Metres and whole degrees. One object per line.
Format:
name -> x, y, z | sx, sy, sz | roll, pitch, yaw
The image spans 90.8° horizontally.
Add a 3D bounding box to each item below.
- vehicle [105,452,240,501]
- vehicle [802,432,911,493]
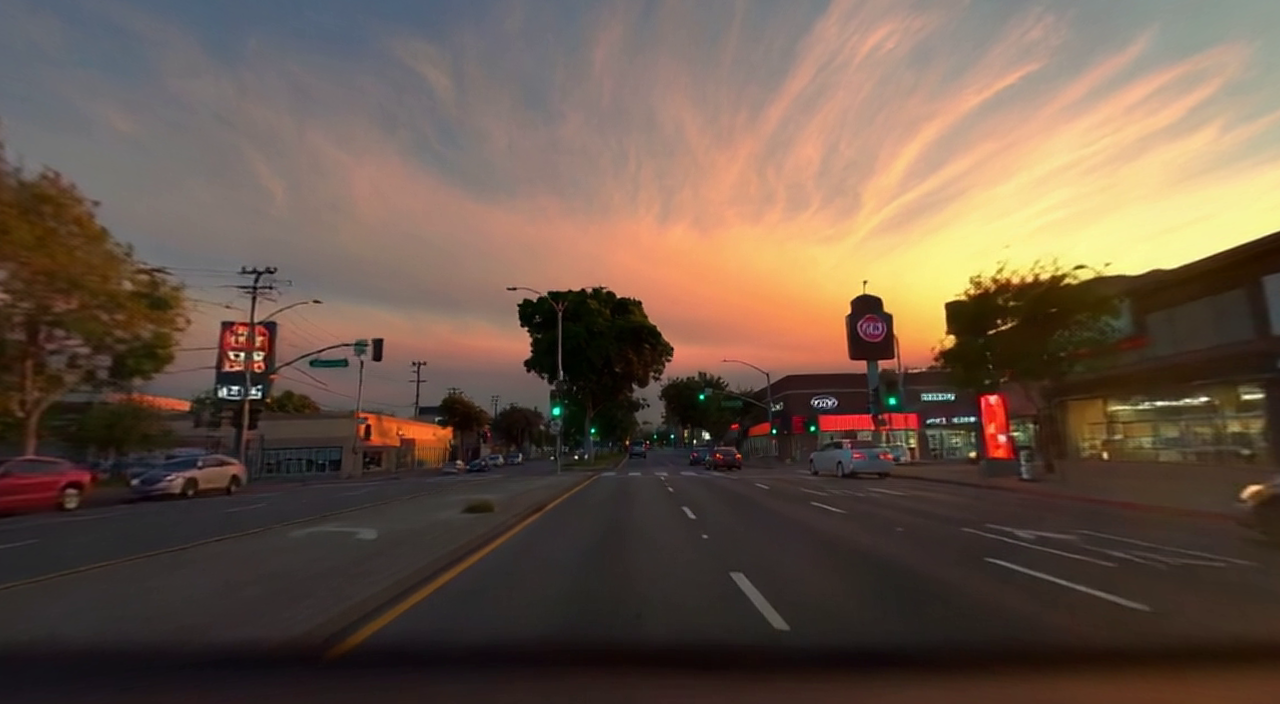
vehicle -> -18.189, 4.835, 24.909 | 1.882, 1.645, 4.511 | 0, -8, -1
vehicle -> 6.613, 3.397, 19.879 | 1.974, 1.679, 4.611 | -1, -8, 3
